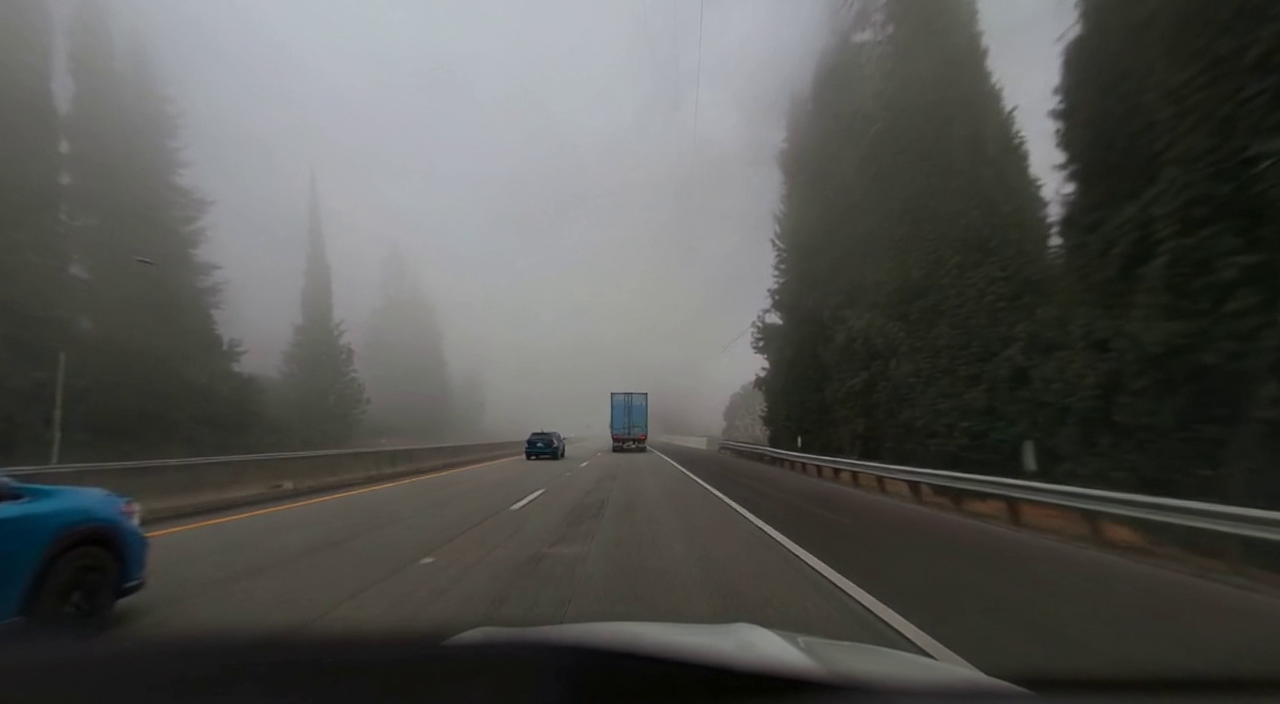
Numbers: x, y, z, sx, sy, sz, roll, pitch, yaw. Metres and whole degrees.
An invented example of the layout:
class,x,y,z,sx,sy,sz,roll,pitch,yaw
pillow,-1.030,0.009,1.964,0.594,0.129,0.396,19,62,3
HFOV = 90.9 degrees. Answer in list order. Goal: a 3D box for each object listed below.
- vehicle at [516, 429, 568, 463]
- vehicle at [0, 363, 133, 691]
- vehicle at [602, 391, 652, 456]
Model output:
class,x,y,z,sx,sy,sz,roll,pitch,yaw
vehicle,-4.669,4.548,30.678,1.934,1.549,4.194,0,-7,-1
vehicle,-4.216,0.671,1.620,2.117,1.618,4.480,0,-7,-1
vehicle,-0.814,4.892,42.463,2.955,3.851,9.915,0,-8,-1
